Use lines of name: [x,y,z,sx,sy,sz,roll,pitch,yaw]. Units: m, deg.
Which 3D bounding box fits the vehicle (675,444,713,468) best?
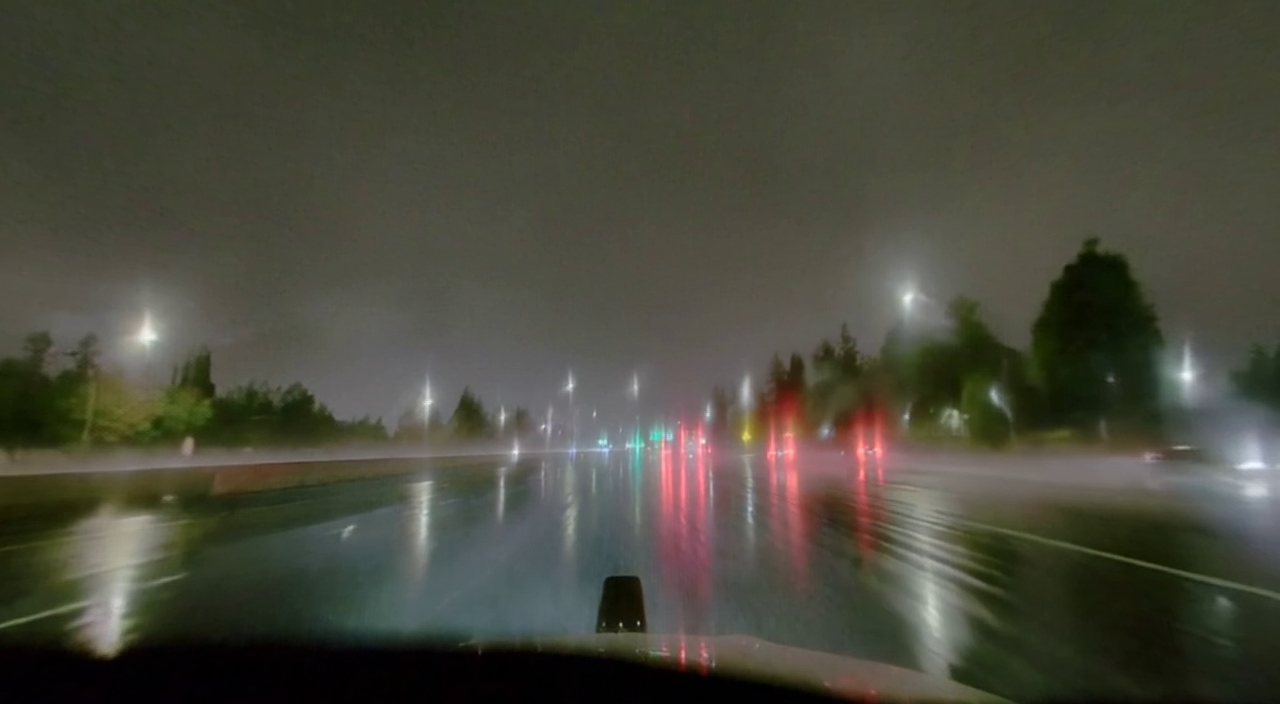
vehicle: [3.546,6.888,42.025,2.033,1.501,4.398,0,-9,-1]
